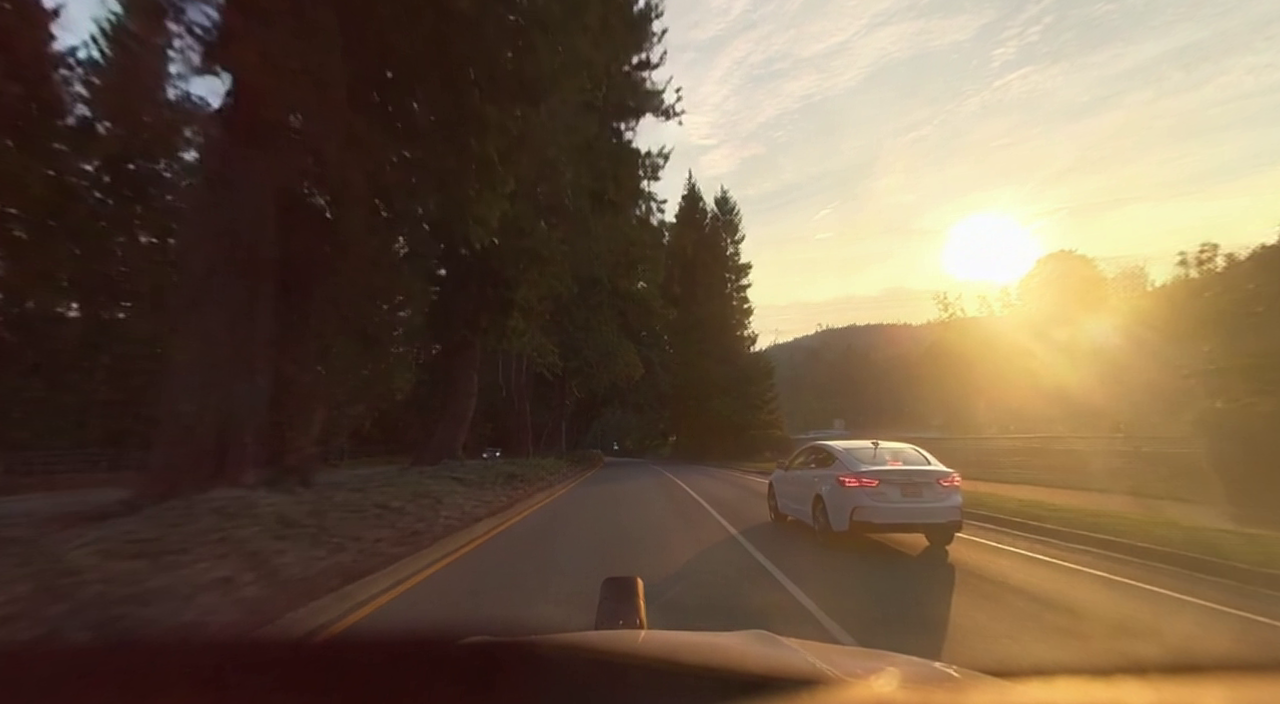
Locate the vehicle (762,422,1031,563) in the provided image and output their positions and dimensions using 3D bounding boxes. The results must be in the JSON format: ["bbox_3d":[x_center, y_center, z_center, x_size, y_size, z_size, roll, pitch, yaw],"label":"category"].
[{"bbox_3d":[3.360,1.946,9.519,2.060,1.584,4.592,0,-9,-1],"label":"vehicle"}]
